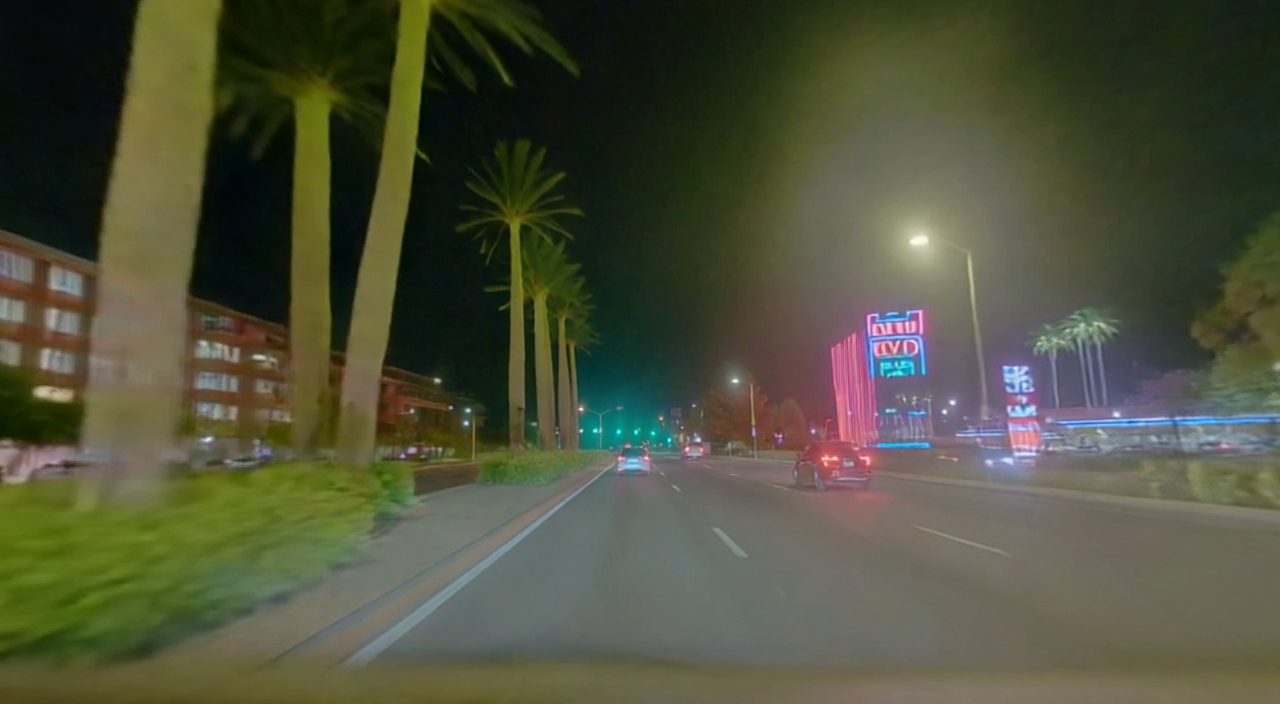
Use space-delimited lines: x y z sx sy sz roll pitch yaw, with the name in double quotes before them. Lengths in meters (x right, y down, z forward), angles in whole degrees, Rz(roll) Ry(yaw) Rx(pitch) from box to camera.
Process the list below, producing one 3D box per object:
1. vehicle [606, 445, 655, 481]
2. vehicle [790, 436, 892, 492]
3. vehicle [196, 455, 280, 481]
"vehicle" -0.405 4.733 27.113 1.970 1.402 3.756 0 -9 0
"vehicle" 6.424 3.614 20.620 1.949 1.647 3.894 0 -9 -2
"vehicle" -24.431 7.040 38.369 3.898 1.459 1.680 1 -8 -2
